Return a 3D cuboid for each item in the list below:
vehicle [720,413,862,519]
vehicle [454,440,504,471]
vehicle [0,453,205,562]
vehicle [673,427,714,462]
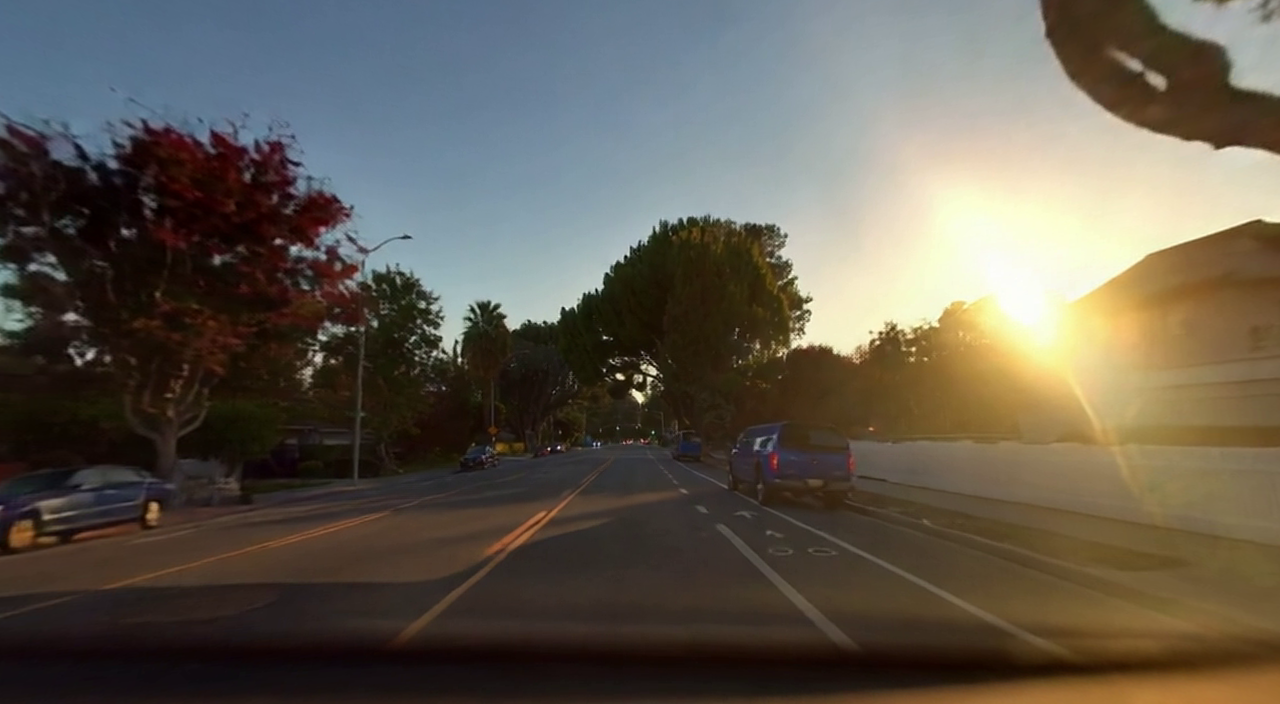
[{"bbox_3d":[3.733,2.949,17.032,2.504,2.114,6.073,5,-8,3],"label":"vehicle"},{"bbox_3d":[-11.235,7.245,44.463,2.301,1.855,4.983,-4,-8,-1],"label":"vehicle"},{"bbox_3d":[-10.792,2.797,11.866,2.049,1.527,4.677,-4,-8,-1],"label":"vehicle"},{"bbox_3d":[3.933,6.947,47.474,2.459,2.452,5.731,0,-8,-1],"label":"vehicle"}]
